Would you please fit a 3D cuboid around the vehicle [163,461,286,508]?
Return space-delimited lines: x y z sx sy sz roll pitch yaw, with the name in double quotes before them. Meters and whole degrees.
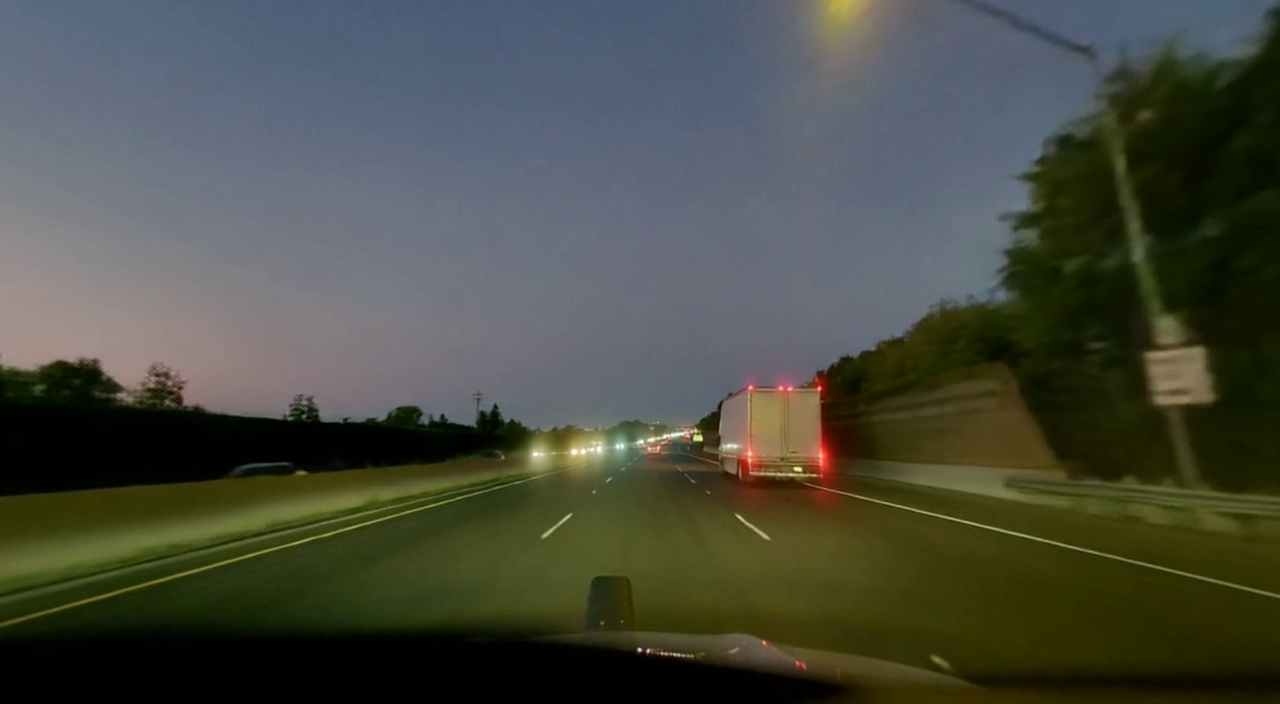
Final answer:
"vehicle" -14.935 4.755 22.990 1.818 1.454 3.854 0 -9 0

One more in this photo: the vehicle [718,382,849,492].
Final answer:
"vehicle" 4.845 3.182 23.222 2.771 3.313 8.121 0 -9 -1
